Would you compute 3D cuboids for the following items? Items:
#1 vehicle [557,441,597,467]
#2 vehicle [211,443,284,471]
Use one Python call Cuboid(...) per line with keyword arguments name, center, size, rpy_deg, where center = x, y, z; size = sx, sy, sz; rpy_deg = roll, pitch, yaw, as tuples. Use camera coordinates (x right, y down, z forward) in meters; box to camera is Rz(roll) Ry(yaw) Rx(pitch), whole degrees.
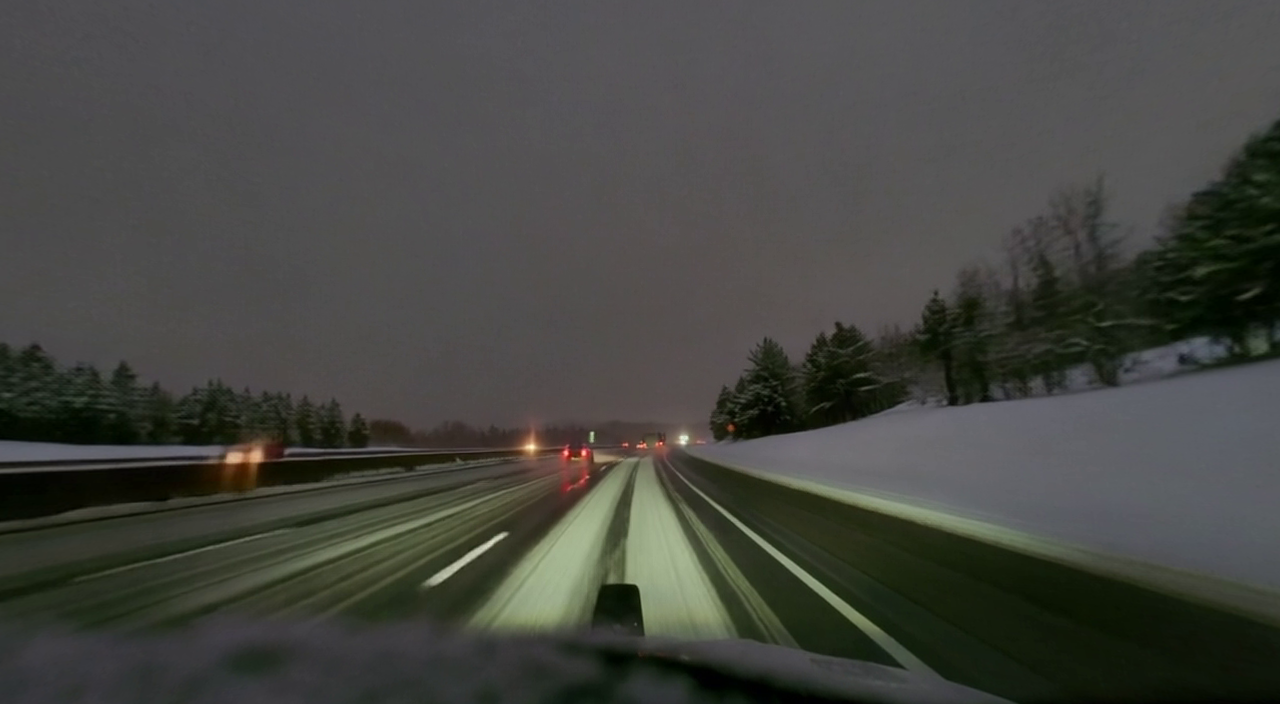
Cuboid(name="vehicle", center=(-3.906, 6.455, 39.876), size=(1.961, 1.540, 4.487), rpy_deg=(-1, -9, 2))
Cuboid(name="vehicle", center=(-23.543, 6.291, 37.885), size=(1.819, 1.546, 3.816), rpy_deg=(-1, -9, 1))
